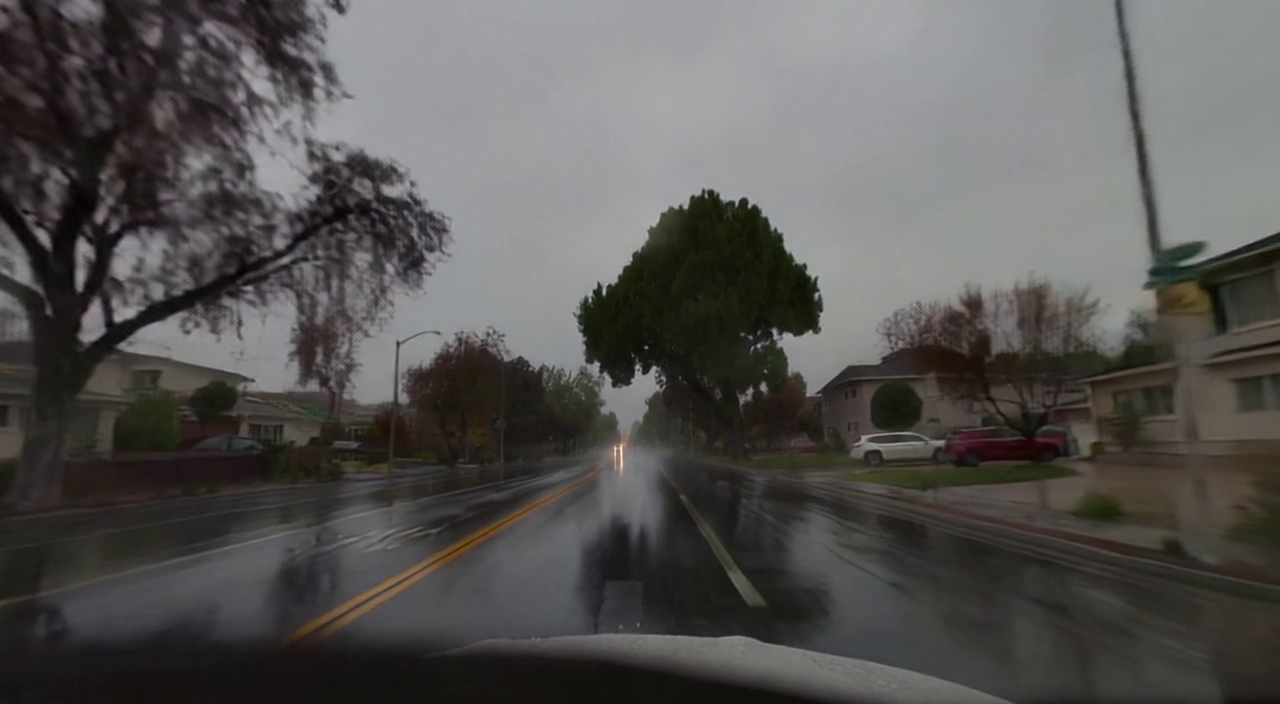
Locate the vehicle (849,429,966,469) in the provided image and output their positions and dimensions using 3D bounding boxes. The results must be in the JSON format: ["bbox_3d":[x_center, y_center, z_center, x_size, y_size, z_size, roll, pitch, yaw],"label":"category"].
[{"bbox_3d":[13.250,4.837,31.573,4.912,1.895,2.047,-1,-8,7],"label":"vehicle"}]

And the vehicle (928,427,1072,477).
[{"bbox_3d":[14.746,4.118,26.153,4.652,1.871,2.097,0,-8,7],"label":"vehicle"}]
